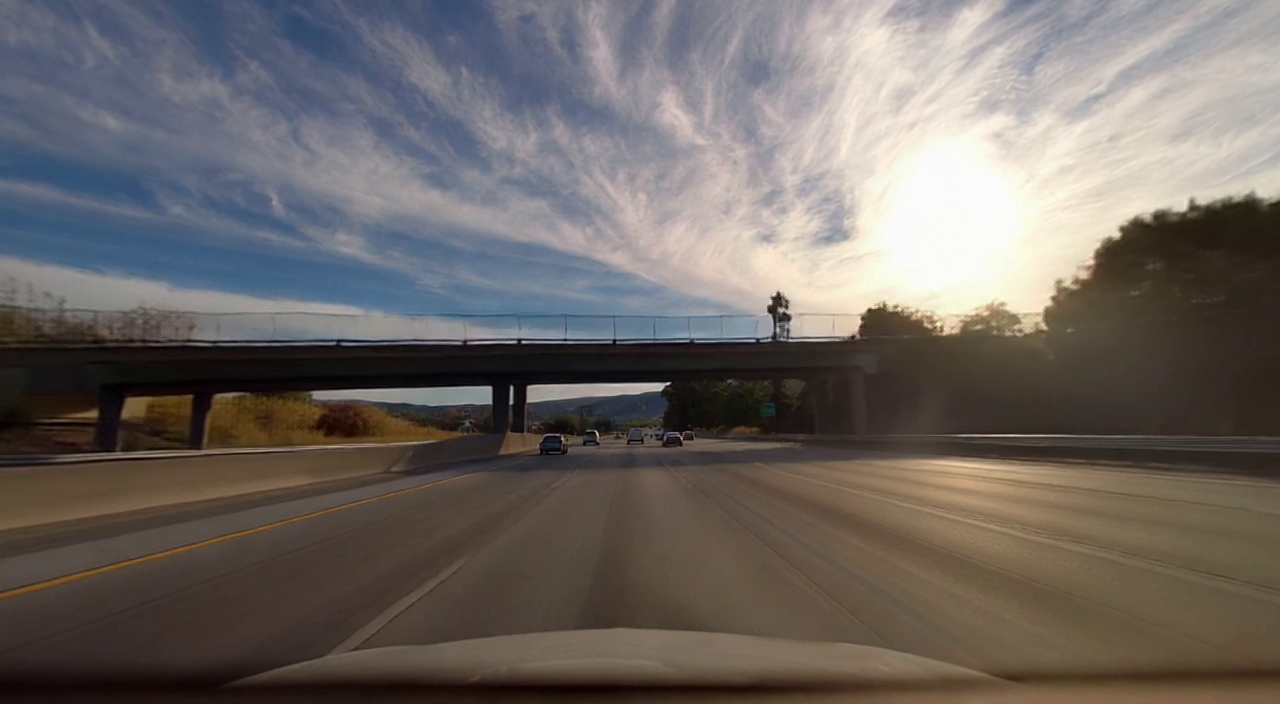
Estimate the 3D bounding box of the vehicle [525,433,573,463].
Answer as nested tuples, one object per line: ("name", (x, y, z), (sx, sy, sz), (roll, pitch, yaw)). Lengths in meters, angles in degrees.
("vehicle", (-4.717, 5.018, 33.125), (1.933, 1.473, 4.023), (0, -8, 0))
